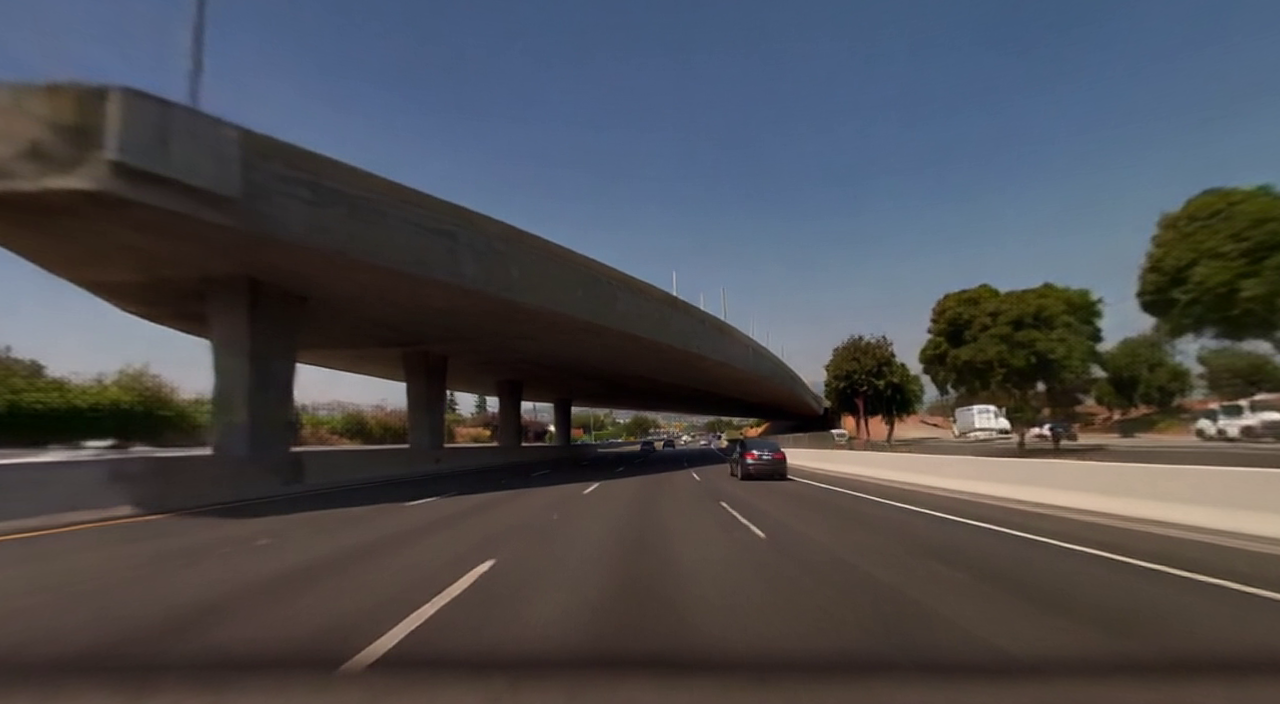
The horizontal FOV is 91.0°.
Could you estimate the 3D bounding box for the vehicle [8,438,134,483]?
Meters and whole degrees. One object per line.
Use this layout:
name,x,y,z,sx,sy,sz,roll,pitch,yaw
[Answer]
vehicle,-20.322,3.855,22.640,1.474,1.362,3.303,-5,-8,0

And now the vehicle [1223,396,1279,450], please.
vehicle,33.274,3.870,33.595,2.478,2.614,6.965,-7,-11,38

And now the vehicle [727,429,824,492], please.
vehicle,4.041,3.315,19.540,2.090,1.715,4.228,0,-9,1
